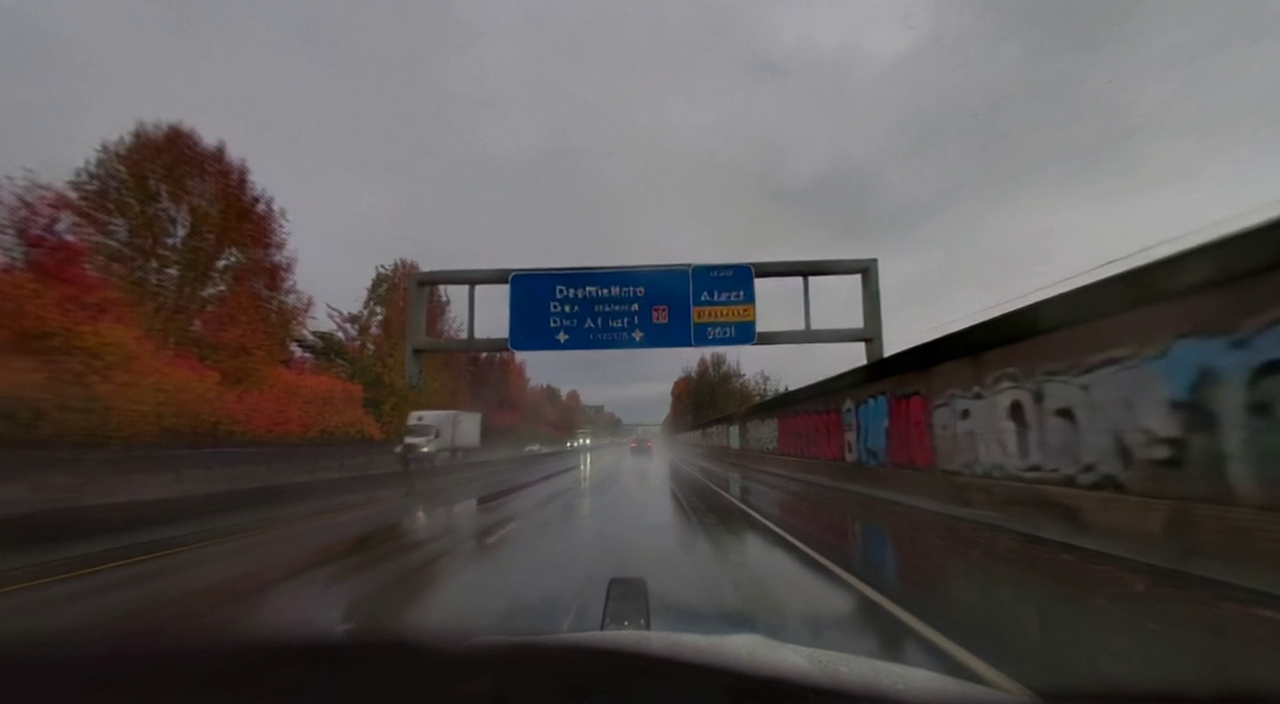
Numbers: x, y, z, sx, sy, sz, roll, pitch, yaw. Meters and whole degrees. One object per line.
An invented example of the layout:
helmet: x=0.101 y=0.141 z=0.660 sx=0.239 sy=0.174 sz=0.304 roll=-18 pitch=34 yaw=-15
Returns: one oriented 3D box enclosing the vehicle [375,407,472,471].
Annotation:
vehicle: x=-14.480 y=5.997 z=43.215 sx=2.975 sy=3.820 sz=9.856 roll=0 pitch=-8 yaw=1
